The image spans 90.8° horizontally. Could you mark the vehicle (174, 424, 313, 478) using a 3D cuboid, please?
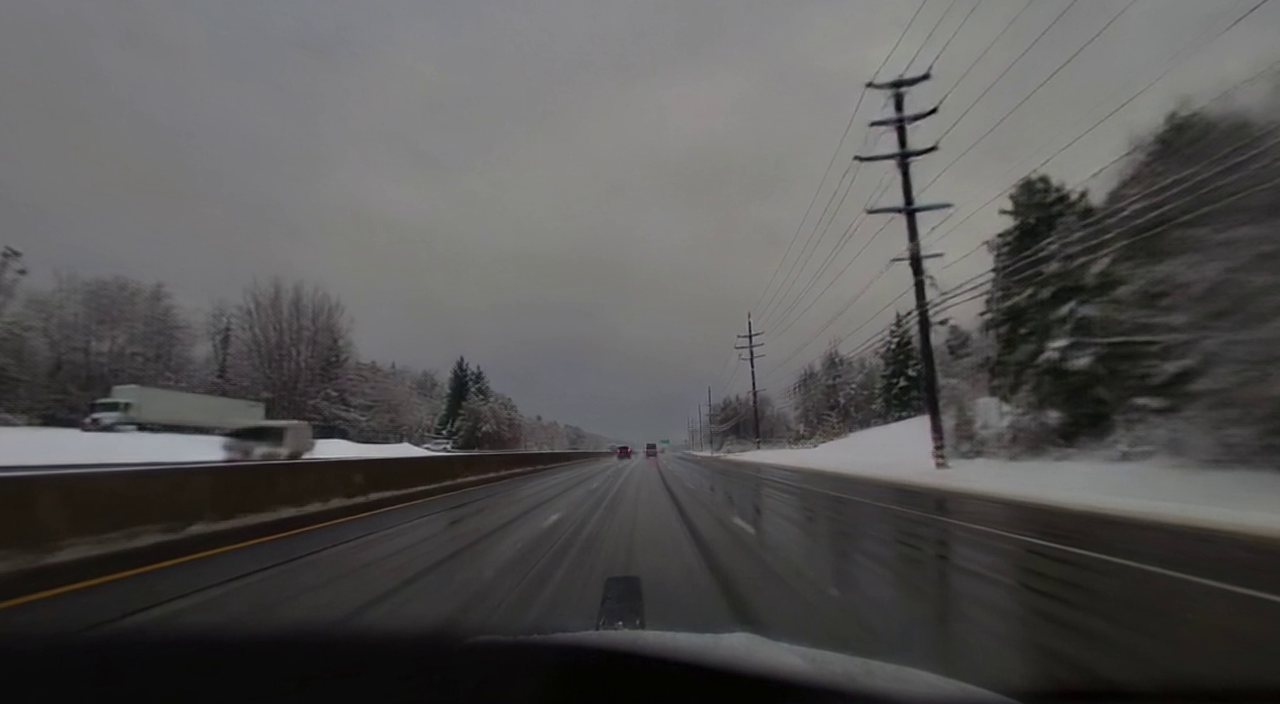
[{"bbox_3d":[-18.825,4.769,30.502,2.382,2.331,6.448,0,-9,1],"label":"vehicle"}]

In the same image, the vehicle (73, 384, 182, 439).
[{"bbox_3d":[-38.598,4.613,47.820,2.911,3.794,5.923,-1,-9,3],"label":"vehicle"}]
